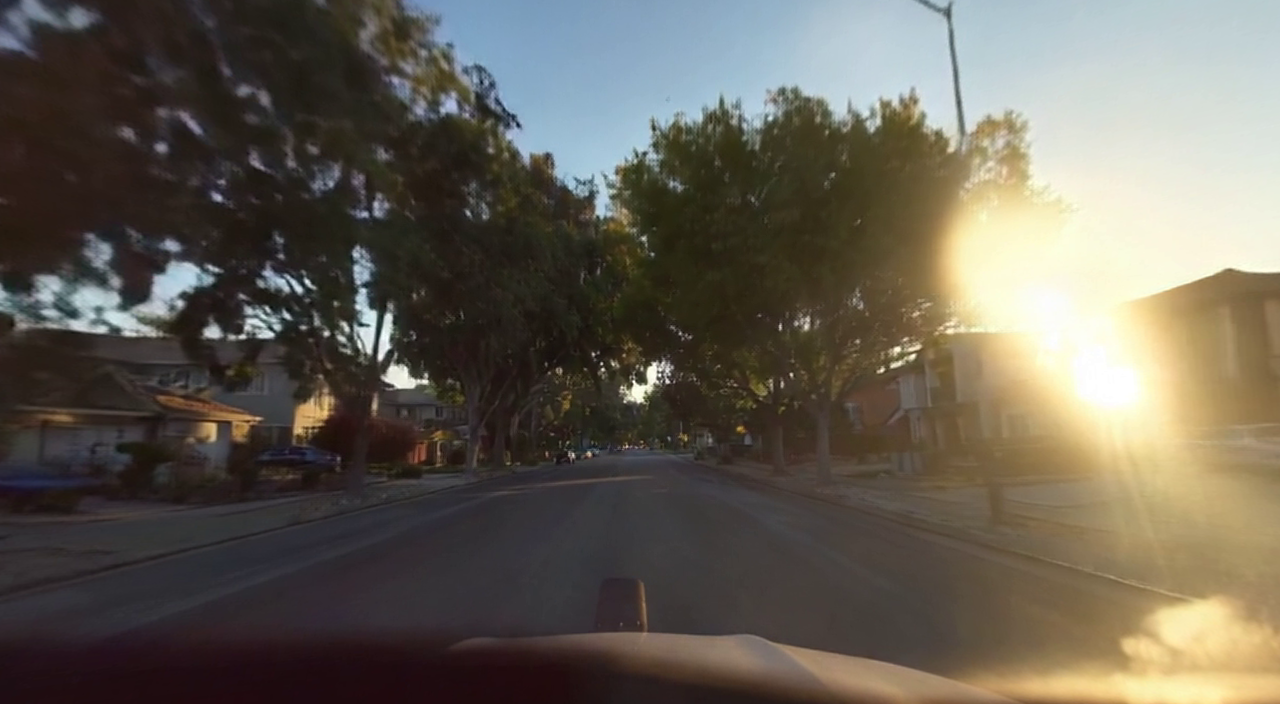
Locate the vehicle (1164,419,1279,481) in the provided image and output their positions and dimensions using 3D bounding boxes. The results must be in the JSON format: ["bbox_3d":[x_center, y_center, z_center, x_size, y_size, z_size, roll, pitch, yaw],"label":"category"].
[{"bbox_3d":[16.669,2.531,16.443,4.257,1.473,1.999,0,-8,-1],"label":"vehicle"}]
